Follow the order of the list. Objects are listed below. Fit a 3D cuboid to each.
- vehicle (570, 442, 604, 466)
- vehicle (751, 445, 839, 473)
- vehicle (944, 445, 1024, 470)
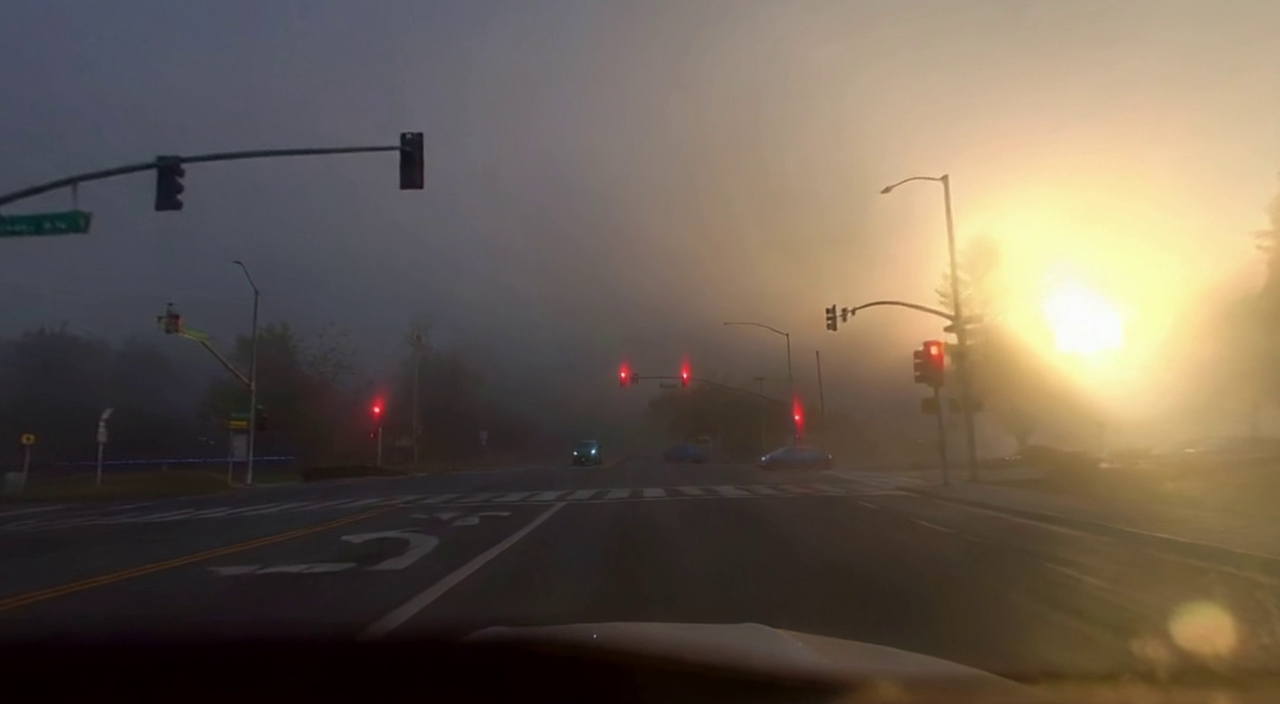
[{"bbox_3d":[-3.811,7.501,46.386,2.140,1.638,4.259,0,-9,0],"label":"vehicle"},{"bbox_3d":[8.746,6.041,35.593,4.528,1.482,1.864,4,-10,-22],"label":"vehicle"},{"bbox_3d":[21.781,6.662,39.903,4.377,1.523,1.877,3,-10,-18],"label":"vehicle"}]
